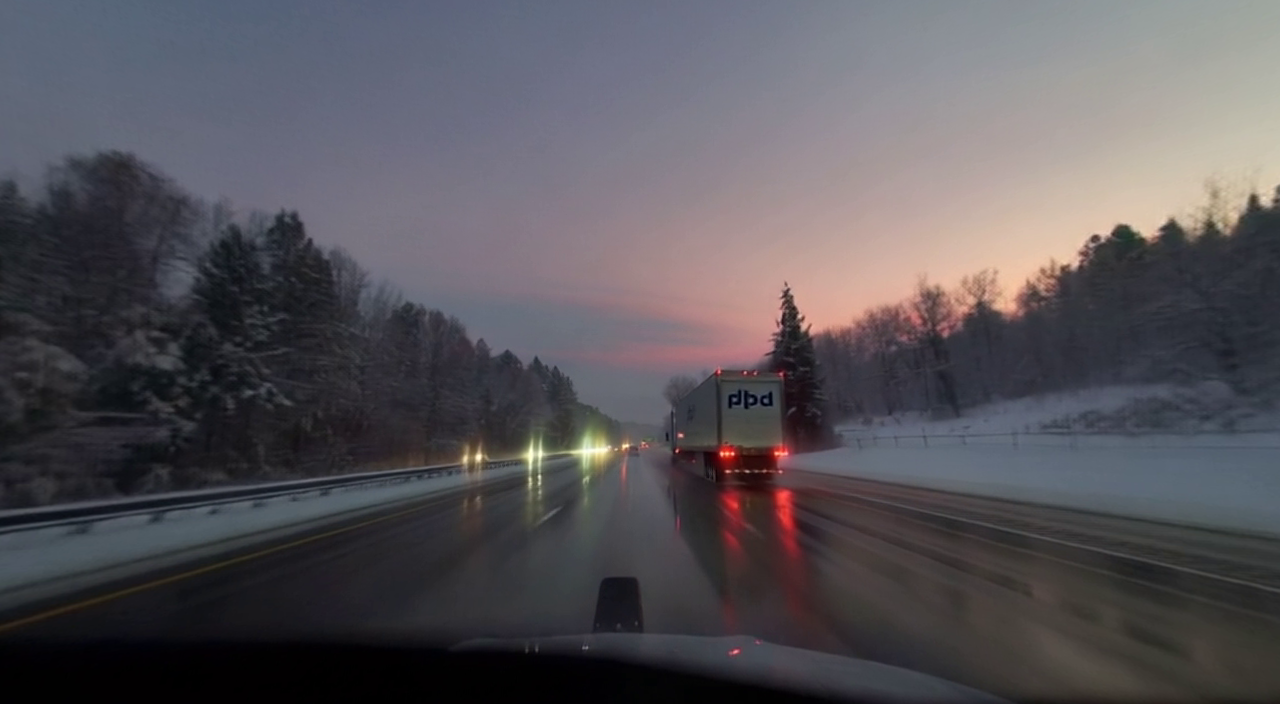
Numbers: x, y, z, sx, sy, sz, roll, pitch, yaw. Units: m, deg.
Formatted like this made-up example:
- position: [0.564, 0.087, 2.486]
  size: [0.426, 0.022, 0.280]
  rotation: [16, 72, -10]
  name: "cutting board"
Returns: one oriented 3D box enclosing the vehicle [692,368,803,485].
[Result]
- position: [3.965, 3.148, 25.496]
  size: [2.856, 3.933, 8.334]
  rotation: [0, -9, -1]
  name: "vehicle"
